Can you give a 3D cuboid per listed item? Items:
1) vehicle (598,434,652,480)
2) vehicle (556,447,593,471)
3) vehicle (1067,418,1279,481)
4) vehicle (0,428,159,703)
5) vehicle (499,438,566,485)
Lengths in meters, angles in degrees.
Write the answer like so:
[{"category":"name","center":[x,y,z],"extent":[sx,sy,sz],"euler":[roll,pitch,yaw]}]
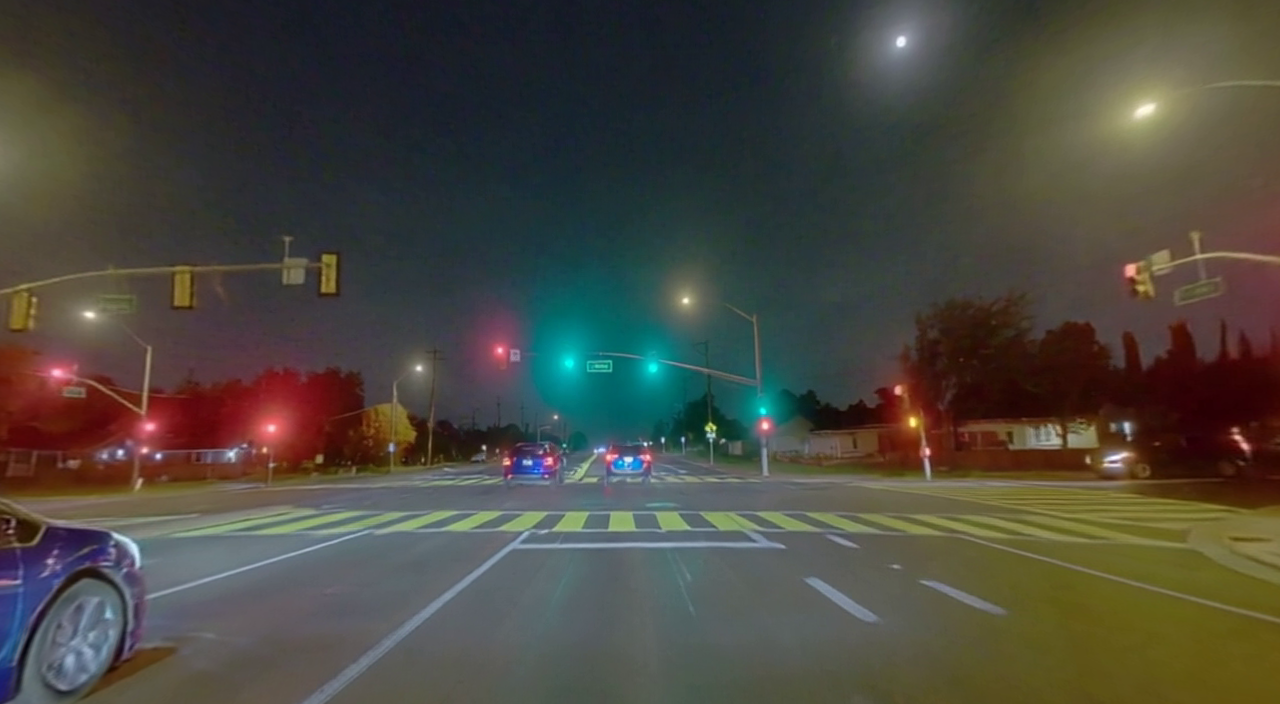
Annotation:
[{"category":"vehicle","center":[-0.630,4.542,27.510],"extent":[2.155,1.836,4.250],"euler":[0,-8,-1]},{"category":"vehicle","center":[-4.099,6.768,40.293],"extent":[1.863,1.449,4.153],"euler":[0,-8,0]},{"category":"vehicle","center":[18.410,3.323,21.698],"extent":[5.652,1.990,2.190],"euler":[-2,-9,13]},{"category":"vehicle","center":[-3.271,0.764,0.763],"extent":[1.901,1.409,4.442],"euler":[0,-8,0]},{"category":"vehicle","center":[-4.060,4.208,24.591],"extent":[1.899,1.685,4.121],"euler":[0,-8,0]}]
